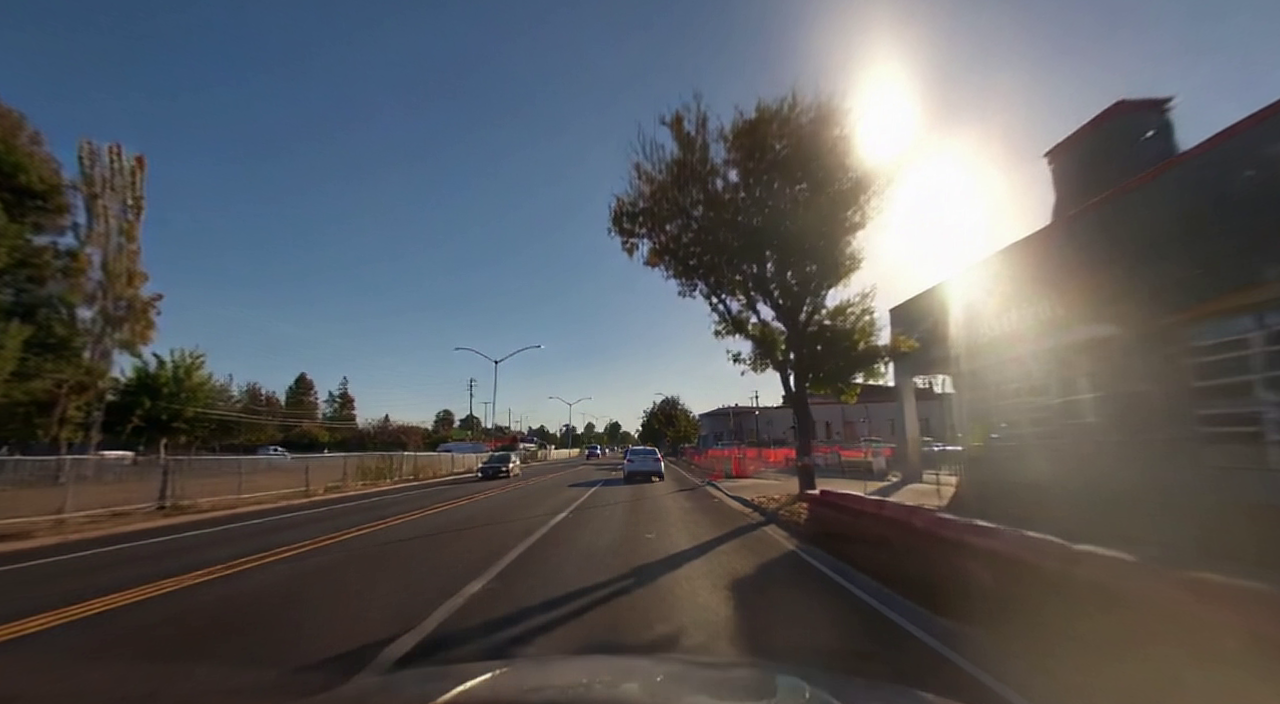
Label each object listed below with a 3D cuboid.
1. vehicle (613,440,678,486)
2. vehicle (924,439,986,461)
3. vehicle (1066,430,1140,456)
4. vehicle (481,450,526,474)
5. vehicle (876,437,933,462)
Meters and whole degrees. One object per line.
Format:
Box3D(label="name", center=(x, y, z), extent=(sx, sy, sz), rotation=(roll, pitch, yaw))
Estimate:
Box3D(label="vehicle", center=(0.170, 3.974, 22.771), extent=(2.144, 1.514, 4.063), rotation=(0, -9, 0))
Box3D(label="vehicle", center=(21.912, 6.849, 43.875), extent=(1.934, 1.457, 4.134), rotation=(0, -9, -5))
Box3D(label="vehicle", center=(33.292, 6.584, 45.322), extent=(2.008, 1.725, 4.695), rotation=(-1, -9, 4))
Box3D(label="vehicle", center=(-9.167, 7.425, 42.540), extent=(1.956, 1.527, 4.365), rotation=(0, -9, 1))
Box3D(label="vehicle", center=(19.008, 7.017, 45.375), extent=(2.039, 1.705, 4.666), rotation=(0, -9, 0))
